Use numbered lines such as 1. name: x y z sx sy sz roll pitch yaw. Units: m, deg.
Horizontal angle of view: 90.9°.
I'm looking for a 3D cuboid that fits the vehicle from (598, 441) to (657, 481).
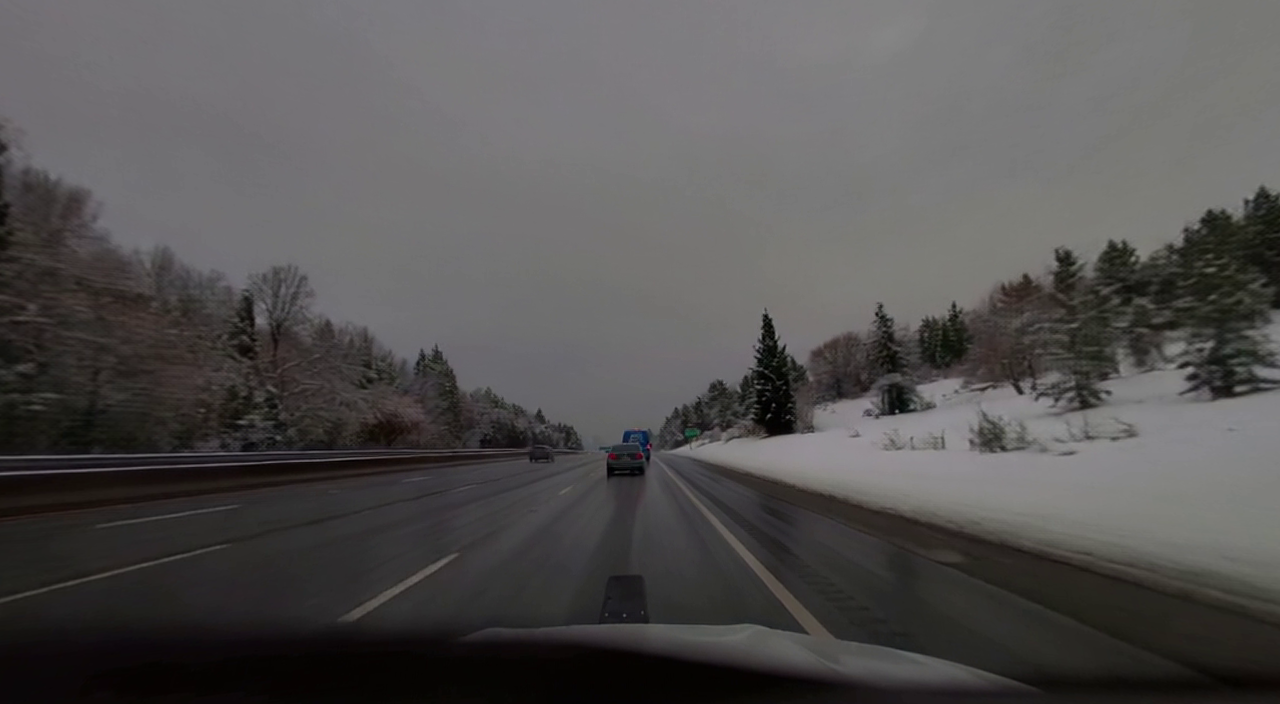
1. vehicle: -0.469 4.422 25.781 2.238 1.479 3.672 0 -9 0
